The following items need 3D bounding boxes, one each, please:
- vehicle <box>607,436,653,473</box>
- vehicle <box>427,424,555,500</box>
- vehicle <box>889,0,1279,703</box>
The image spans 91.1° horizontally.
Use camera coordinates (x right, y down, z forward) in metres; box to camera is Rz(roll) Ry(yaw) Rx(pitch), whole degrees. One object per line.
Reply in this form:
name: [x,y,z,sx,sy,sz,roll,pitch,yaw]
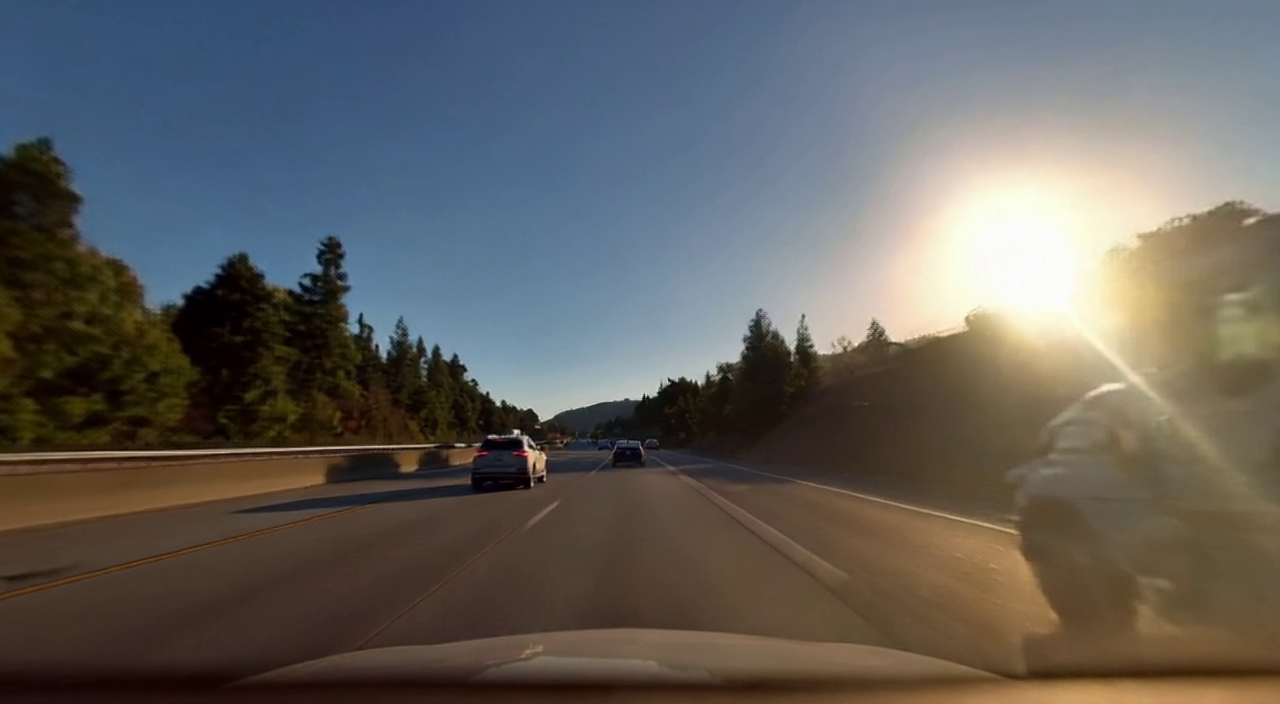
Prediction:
vehicle: [-0.464,4.790,29.614,2.048,1.563,4.087,0,-8,-1]
vehicle: [-3.722,2.848,16.706,2.264,1.699,4.648,-1,-8,0]
vehicle: [4.015,-0.276,2.628,3.030,4.048,6.650,0,-8,-1]
